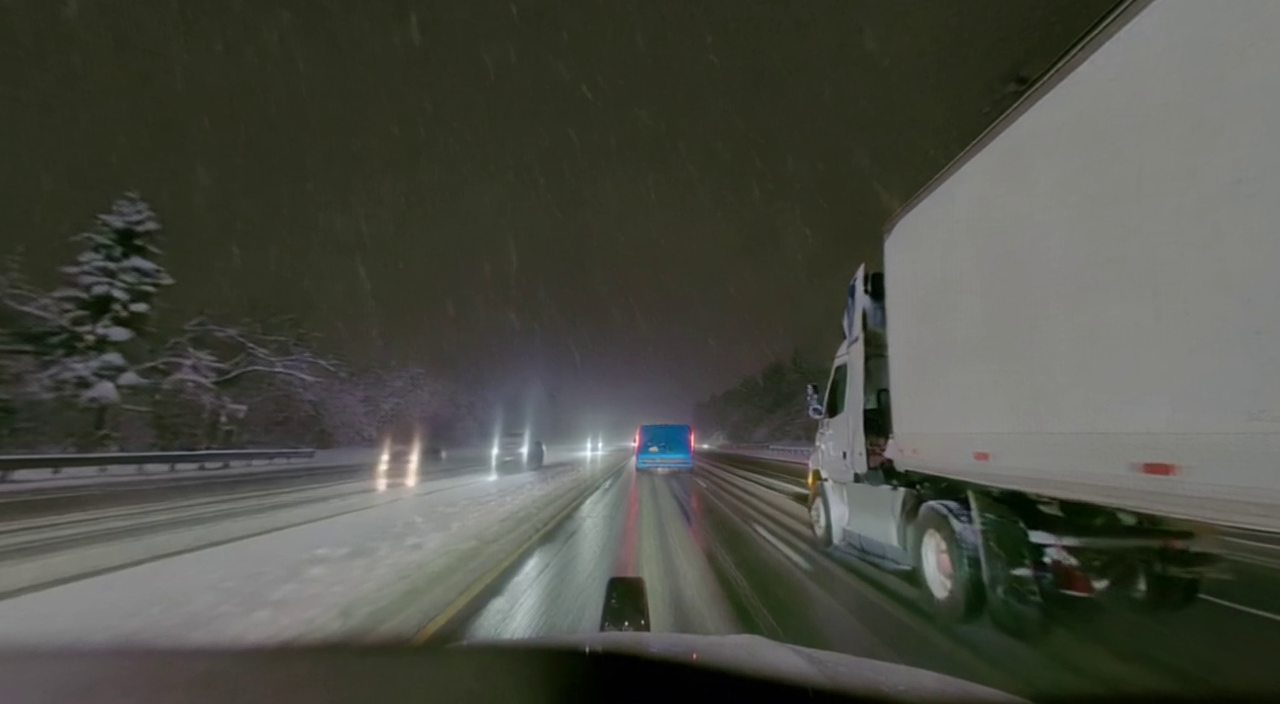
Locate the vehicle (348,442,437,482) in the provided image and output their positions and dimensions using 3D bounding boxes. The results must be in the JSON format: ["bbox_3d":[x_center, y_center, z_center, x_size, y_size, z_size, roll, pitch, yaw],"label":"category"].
[{"bbox_3d":[-10.880,4.838,28.028,2.041,1.606,4.507,0,-8,1],"label":"vehicle"}]

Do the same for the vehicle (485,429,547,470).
[{"bbox_3d":[-7.254,5.760,37.394,2.546,2.262,5.135,0,-8,1],"label":"vehicle"}]

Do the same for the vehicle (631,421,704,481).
[{"bbox_3d":[0.971,3.684,23.594,2.469,2.027,4.554,0,-8,1],"label":"vehicle"}]
